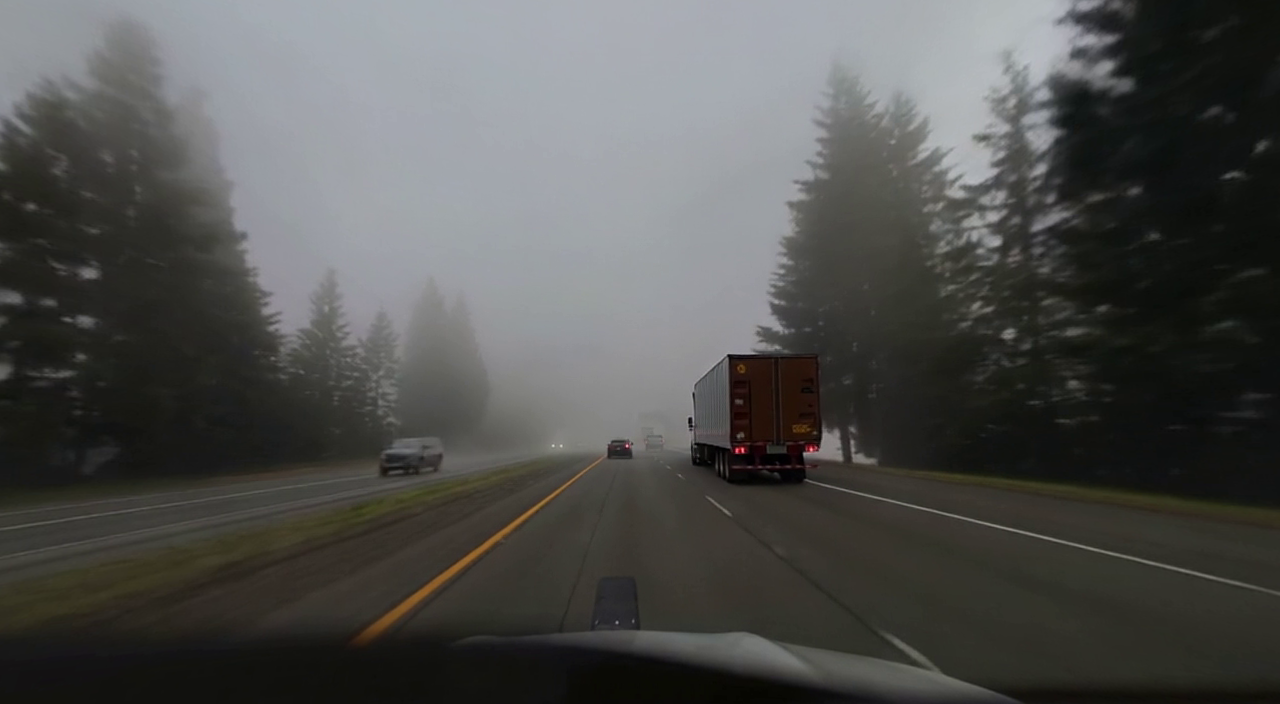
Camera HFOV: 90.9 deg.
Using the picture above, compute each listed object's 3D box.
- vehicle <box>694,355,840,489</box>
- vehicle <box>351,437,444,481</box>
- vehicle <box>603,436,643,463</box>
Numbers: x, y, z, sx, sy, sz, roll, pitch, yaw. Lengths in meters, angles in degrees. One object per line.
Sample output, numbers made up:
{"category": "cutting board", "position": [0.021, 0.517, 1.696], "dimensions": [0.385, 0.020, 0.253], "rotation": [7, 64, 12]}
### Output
{"category": "vehicle", "position": [3.695, 2.371, 20.814], "dimensions": [2.921, 3.526, 8.207], "rotation": [0, -8, -1]}
{"category": "vehicle", "position": [-9.728, 4.277, 25.742], "dimensions": [1.990, 1.588, 4.607], "rotation": [0, -8, -1]}
{"category": "vehicle", "position": [-1.003, 5.734, 37.259], "dimensions": [2.259, 1.466, 3.693], "rotation": [0, -8, -1]}
